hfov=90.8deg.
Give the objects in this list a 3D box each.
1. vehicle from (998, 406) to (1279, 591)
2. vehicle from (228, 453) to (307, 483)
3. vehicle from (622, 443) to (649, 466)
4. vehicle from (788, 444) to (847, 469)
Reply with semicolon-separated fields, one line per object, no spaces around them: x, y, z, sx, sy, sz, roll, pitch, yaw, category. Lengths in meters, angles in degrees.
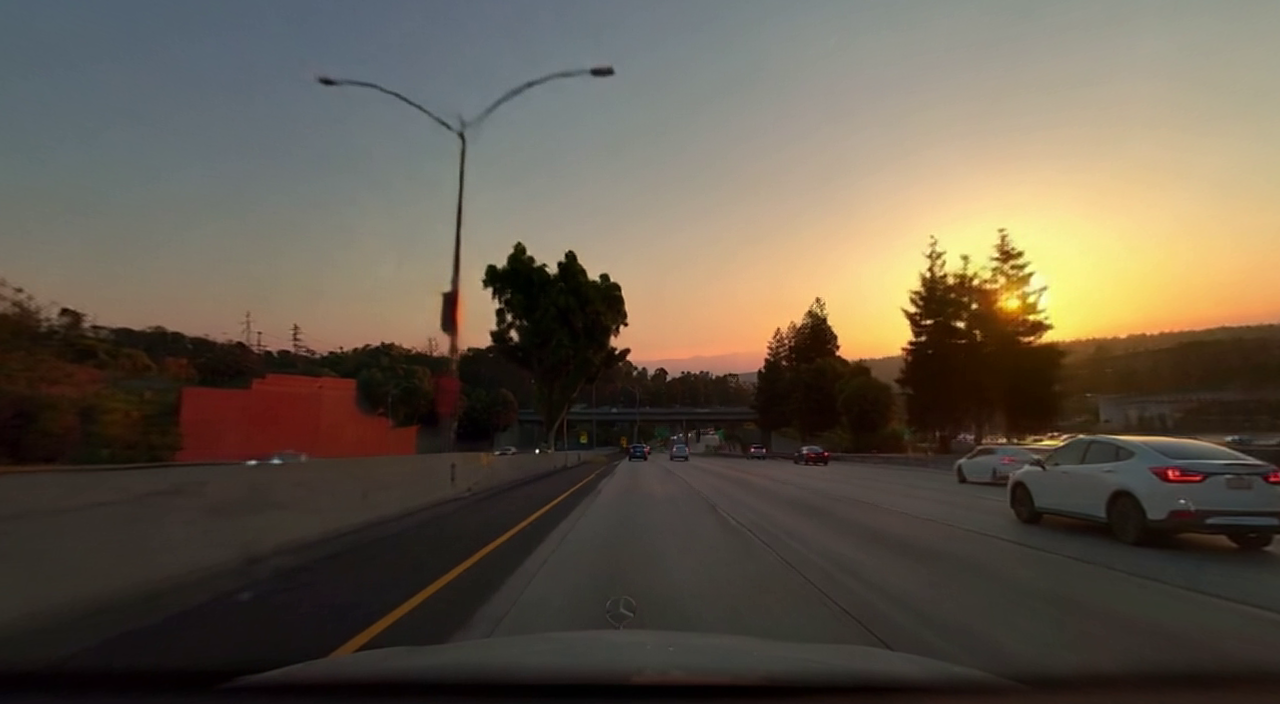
6.849;1.654;7.878;2.027;1.679;4.543;0;-9;-1;vehicle
-18.267;5.697;31.146;1.643;1.387;3.634;-1;-10;0;vehicle
-0.381;7.855;48.664;1.864;1.566;4.446;0;-8;-3;vehicle
11.184;6.617;40.167;2.194;1.489;5.141;0;-9;-1;vehicle
